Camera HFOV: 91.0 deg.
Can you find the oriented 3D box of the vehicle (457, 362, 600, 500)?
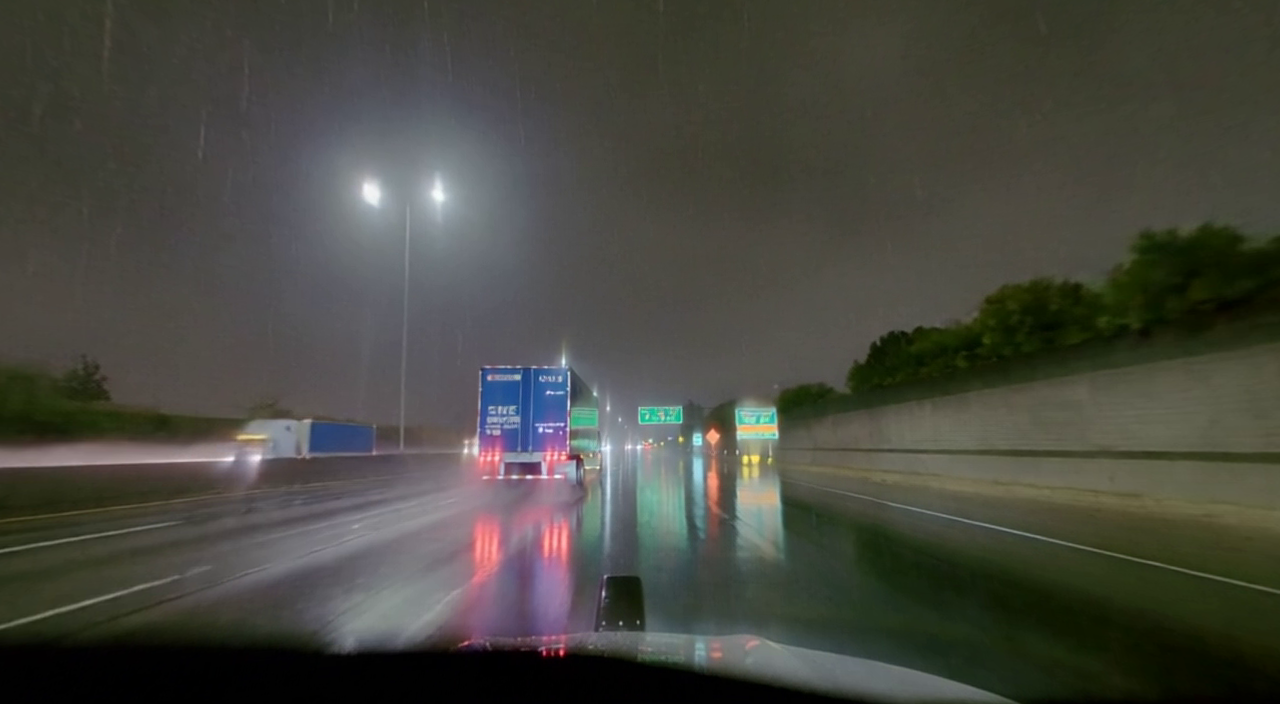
[{"bbox_3d":[-3.554,3.099,23.707,3.059,3.956,11.036,0,-9,1],"label":"vehicle"}]
